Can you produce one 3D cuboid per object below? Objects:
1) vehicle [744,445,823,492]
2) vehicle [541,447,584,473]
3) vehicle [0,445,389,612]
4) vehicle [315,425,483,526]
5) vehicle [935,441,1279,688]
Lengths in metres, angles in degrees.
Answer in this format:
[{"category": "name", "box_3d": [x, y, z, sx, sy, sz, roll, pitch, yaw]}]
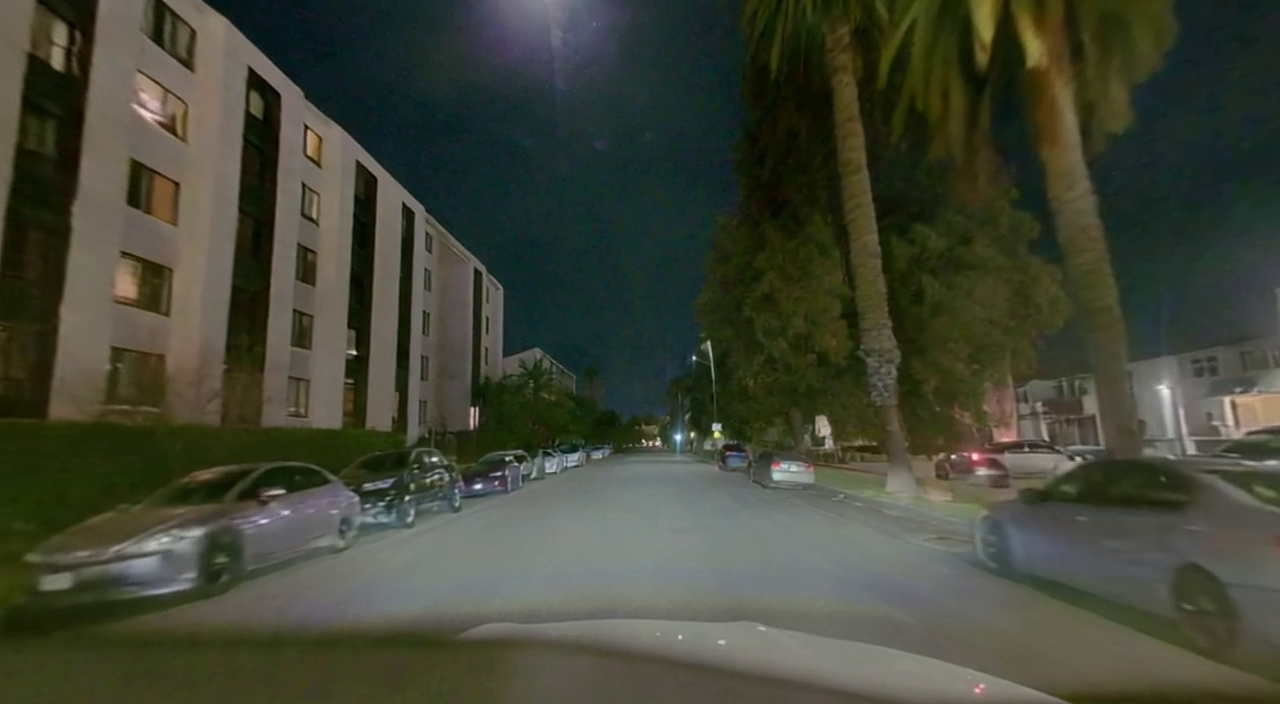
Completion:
[{"category": "vehicle", "box_3d": [5.157, 4.232, 23.470, 1.991, 1.525, 5.203, 0, -8, 3]}, {"category": "vehicle", "box_3d": [-4.694, 6.601, 38.806, 2.009, 1.469, 4.241, 0, -8, 1]}, {"category": "vehicle", "box_3d": [-5.103, 1.956, 8.050, 1.997, 1.497, 4.437, 0, -9, 0]}, {"category": "vehicle", "box_3d": [-5.042, 2.650, 14.018, 1.960, 1.854, 4.441, -1, -9, 0]}, {"category": "vehicle", "box_3d": [4.887, 1.582, 5.822, 2.026, 1.474, 4.859, 0, -8, 1]}]
